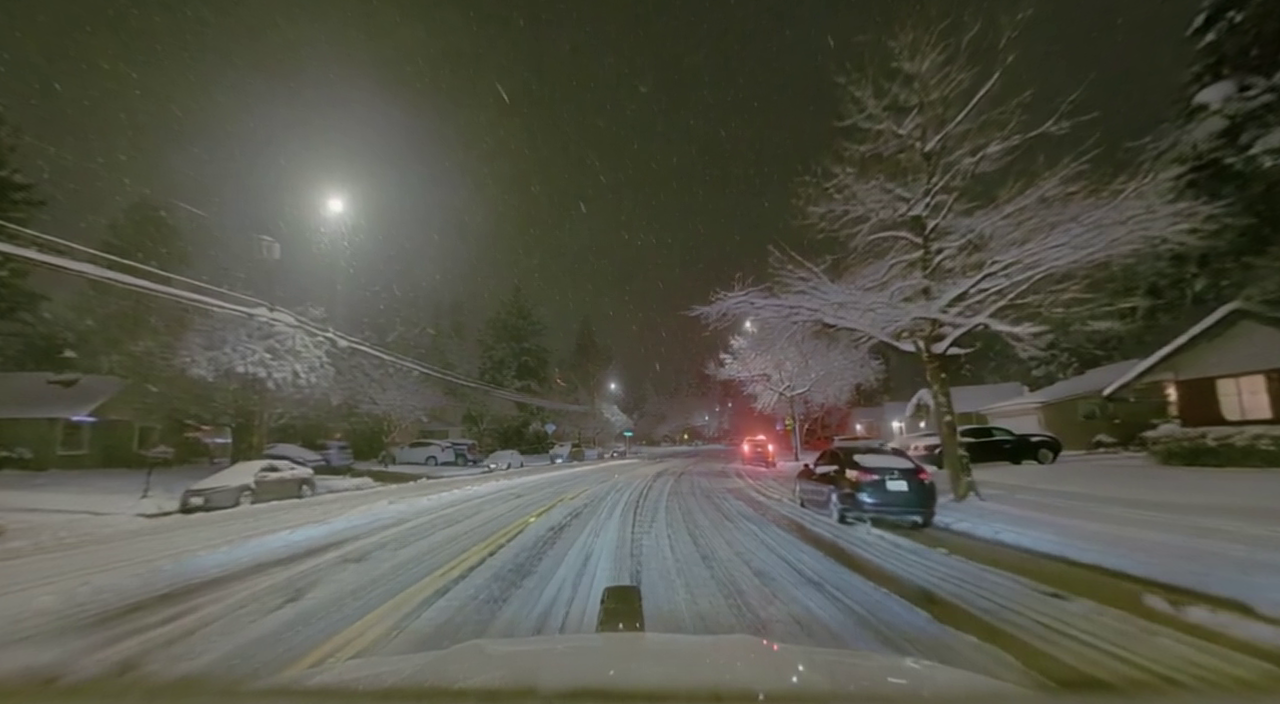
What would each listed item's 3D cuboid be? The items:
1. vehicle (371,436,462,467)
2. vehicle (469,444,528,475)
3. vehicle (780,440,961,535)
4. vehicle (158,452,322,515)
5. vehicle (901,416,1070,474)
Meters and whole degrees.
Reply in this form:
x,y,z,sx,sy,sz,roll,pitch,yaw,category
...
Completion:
x,y,z,sx,sy,sz,roll,pitch,yaw,category
-14.937,6.649,42.200,5.192,1.915,2.200,-1,-8,10,vehicle
-8.787,6.724,39.504,2.105,1.776,4.657,-4,-9,8,vehicle
4.379,2.597,12.809,1.996,1.466,4.458,3,-8,0,vehicle
-11.471,3.835,18.470,2.091,1.461,4.058,-5,-12,2,vehicle
13.286,3.609,24.501,5.216,1.972,2.122,-2,-7,4,vehicle
